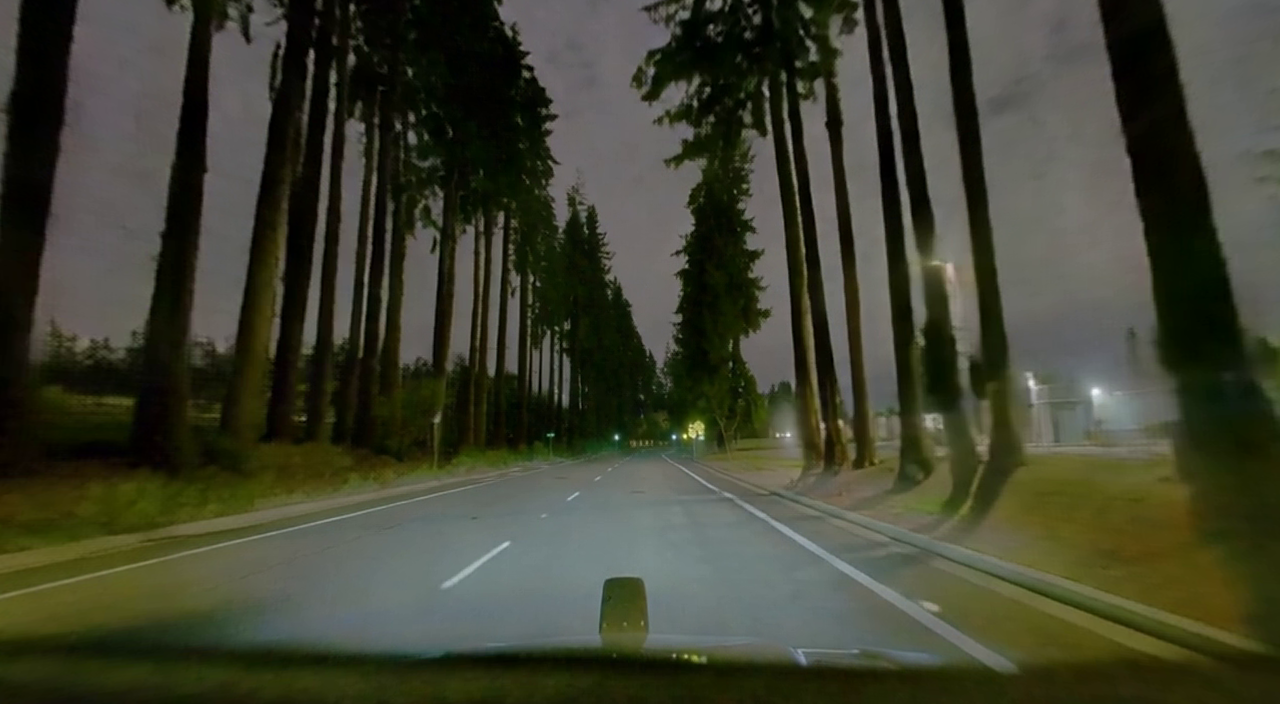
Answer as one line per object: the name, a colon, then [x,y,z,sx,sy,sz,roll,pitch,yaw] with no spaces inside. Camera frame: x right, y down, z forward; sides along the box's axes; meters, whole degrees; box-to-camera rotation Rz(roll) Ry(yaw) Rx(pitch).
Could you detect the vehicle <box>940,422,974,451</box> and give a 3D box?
vehicle: [21.778,5.862,43.426,1.889,1.853,4.207,-4,-9,25]
